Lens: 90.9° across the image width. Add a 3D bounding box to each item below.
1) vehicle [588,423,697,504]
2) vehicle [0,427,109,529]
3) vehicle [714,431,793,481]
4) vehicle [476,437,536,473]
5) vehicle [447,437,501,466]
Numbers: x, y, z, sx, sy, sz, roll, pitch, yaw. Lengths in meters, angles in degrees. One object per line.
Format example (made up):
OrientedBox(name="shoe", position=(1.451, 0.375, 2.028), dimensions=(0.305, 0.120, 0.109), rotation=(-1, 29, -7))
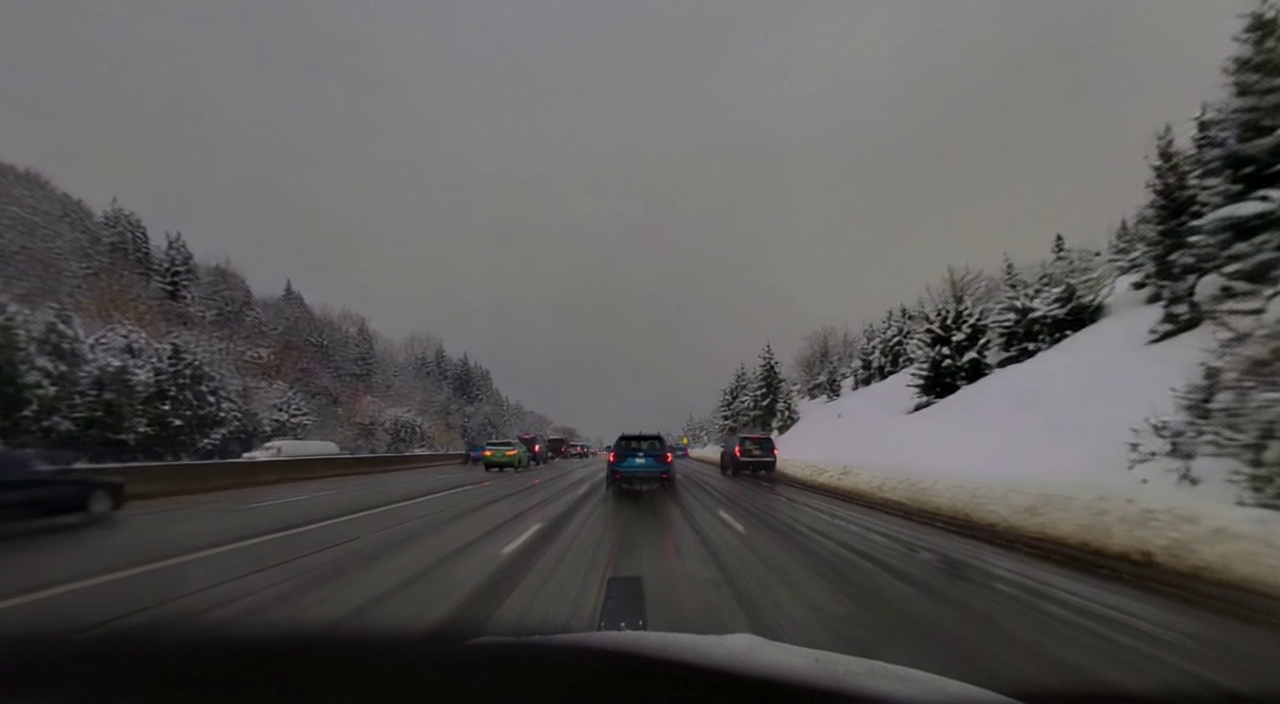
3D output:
OrientedBox(name="vehicle", position=(0.081, 2.844, 16.410), dimensions=(2.447, 1.804, 4.273), rotation=(0, -8, 1))
OrientedBox(name="vehicle", position=(-11.469, 2.010, 9.966), dimensions=(1.999, 1.643, 4.717), rotation=(0, -8, 0))
OrientedBox(name="vehicle", position=(4.580, 4.335, 26.549), dimensions=(2.204, 1.852, 5.845), rotation=(0, -8, 0))
OrientedBox(name="vehicle", position=(-6.750, 5.253, 32.320), dimensions=(2.024, 1.706, 4.462), rotation=(0, -8, 1))
OrientedBox(name="vehicle", position=(-11.048, 6.659, 42.408), dimensions=(2.223, 1.781, 5.098), rotation=(0, -8, 0))
